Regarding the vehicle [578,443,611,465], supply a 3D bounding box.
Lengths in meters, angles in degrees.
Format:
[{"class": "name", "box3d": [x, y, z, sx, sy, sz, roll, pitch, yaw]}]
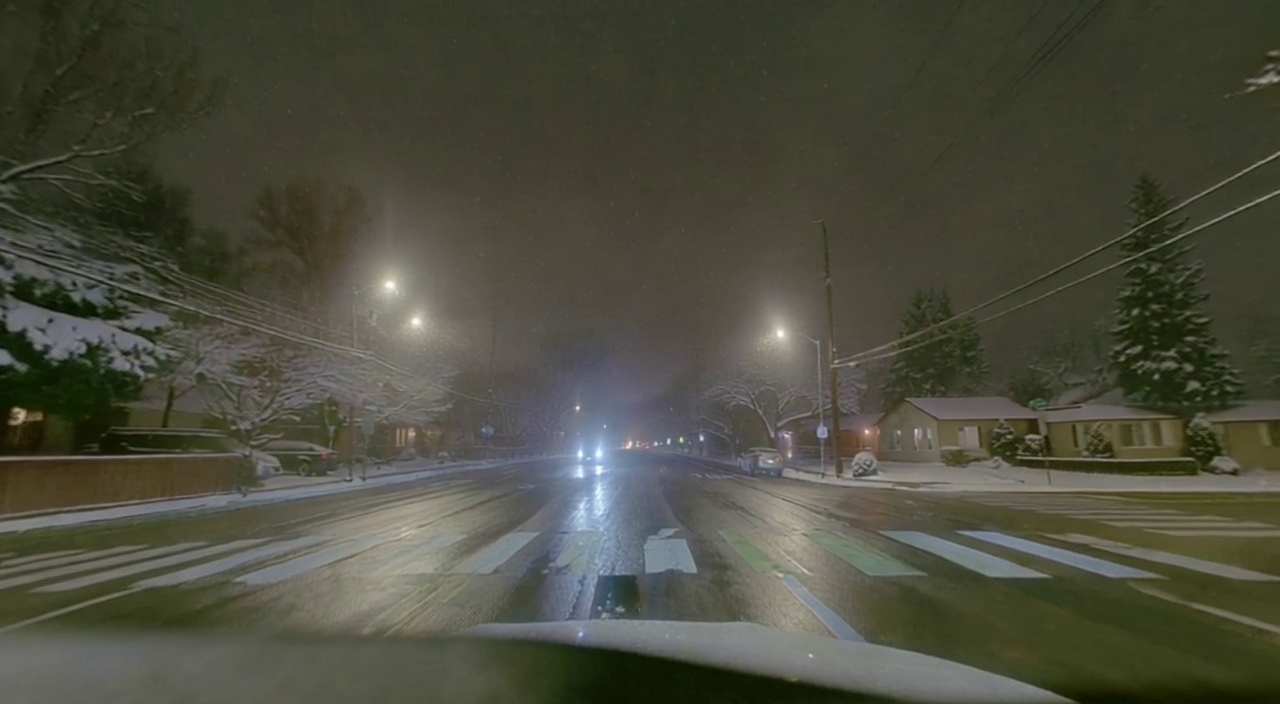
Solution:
[{"class": "vehicle", "box3d": [-3.164, 7.139, 44.247, 2.014, 1.499, 3.999, 0, -9, 0]}]

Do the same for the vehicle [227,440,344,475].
[{"class": "vehicle", "box3d": [-17.953, 5.362, 32.179, 4.743, 1.734, 1.994, 0, -9, 0]}]

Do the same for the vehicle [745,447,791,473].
[{"class": "vehicle", "box3d": [7.999, 6.802, 39.923, 2.029, 1.554, 4.705, 0, -9, 1]}]

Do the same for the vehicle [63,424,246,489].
[{"class": "vehicle", "box3d": [-17.918, 3.872, 23.551, 4.800, 2.259, 2.303, 0, -9, -1]}]
